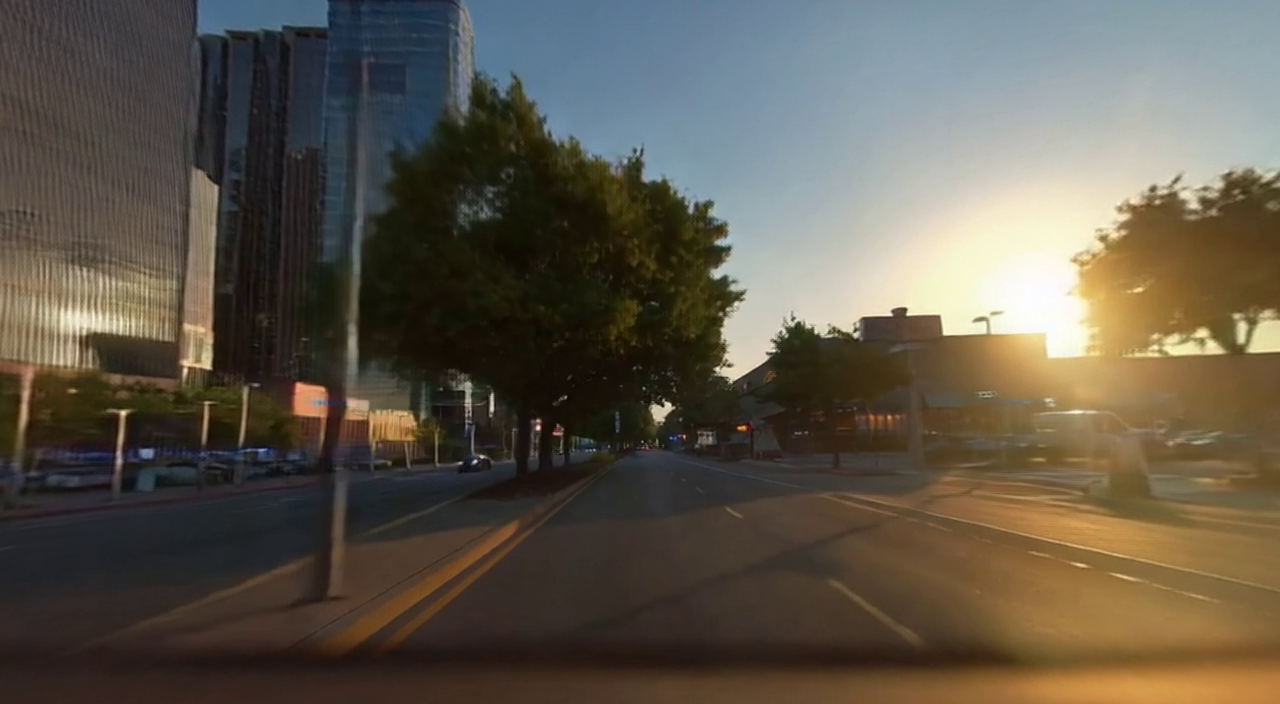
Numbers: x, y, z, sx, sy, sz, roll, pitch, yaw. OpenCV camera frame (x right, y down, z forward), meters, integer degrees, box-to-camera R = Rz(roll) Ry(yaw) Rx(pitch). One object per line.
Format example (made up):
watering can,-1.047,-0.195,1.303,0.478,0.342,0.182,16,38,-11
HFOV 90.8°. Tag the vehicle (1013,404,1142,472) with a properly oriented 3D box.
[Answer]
vehicle,25.760,5.191,37.755,2.724,3.646,7.111,0,-9,2

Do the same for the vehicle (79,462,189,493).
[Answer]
vehicle,-27.194,6.730,34.126,4.457,1.425,2.027,6,-11,-37

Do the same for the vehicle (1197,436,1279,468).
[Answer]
vehicle,29.956,4.858,30.876,1.748,1.435,3.949,0,-9,-1

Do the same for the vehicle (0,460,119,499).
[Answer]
vehicle,-27.729,6.045,30.153,4.188,1.629,1.946,6,-11,-37

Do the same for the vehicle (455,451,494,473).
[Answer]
vehicle,-12.410,8.247,47.568,1.857,1.483,3.791,0,-9,1

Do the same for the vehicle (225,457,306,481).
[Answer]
vehicle,-26.533,8.286,44.929,4.786,1.486,1.936,4,-10,-28
